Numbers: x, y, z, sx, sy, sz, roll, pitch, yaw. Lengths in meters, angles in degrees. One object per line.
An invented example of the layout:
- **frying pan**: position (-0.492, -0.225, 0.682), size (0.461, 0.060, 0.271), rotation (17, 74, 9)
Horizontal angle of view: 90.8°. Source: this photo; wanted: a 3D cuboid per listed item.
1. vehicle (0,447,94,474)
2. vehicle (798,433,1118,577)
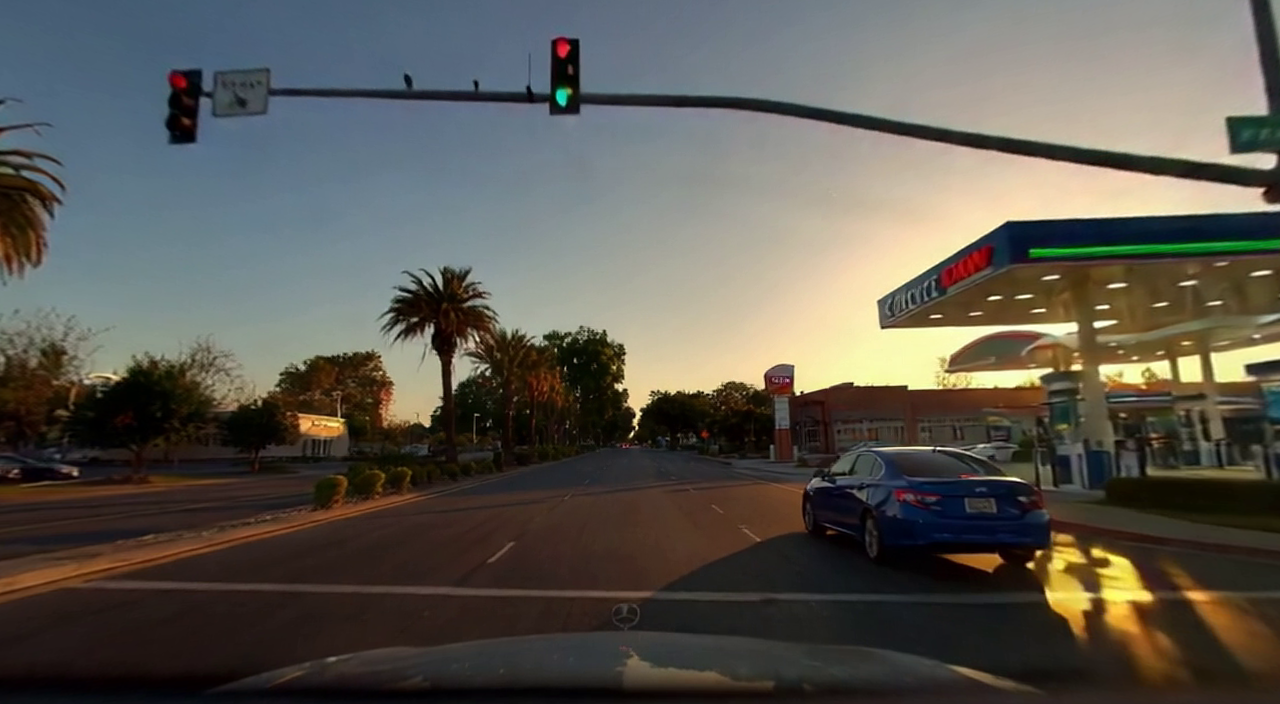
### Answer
- **vehicle**: position (-40.405, 7.371, 43.120), size (1.968, 1.667, 4.912), rotation (-2, -9, -1)
- **vehicle**: position (3.810, 1.876, 8.653), size (1.978, 1.442, 4.262), rotation (0, -8, -3)
